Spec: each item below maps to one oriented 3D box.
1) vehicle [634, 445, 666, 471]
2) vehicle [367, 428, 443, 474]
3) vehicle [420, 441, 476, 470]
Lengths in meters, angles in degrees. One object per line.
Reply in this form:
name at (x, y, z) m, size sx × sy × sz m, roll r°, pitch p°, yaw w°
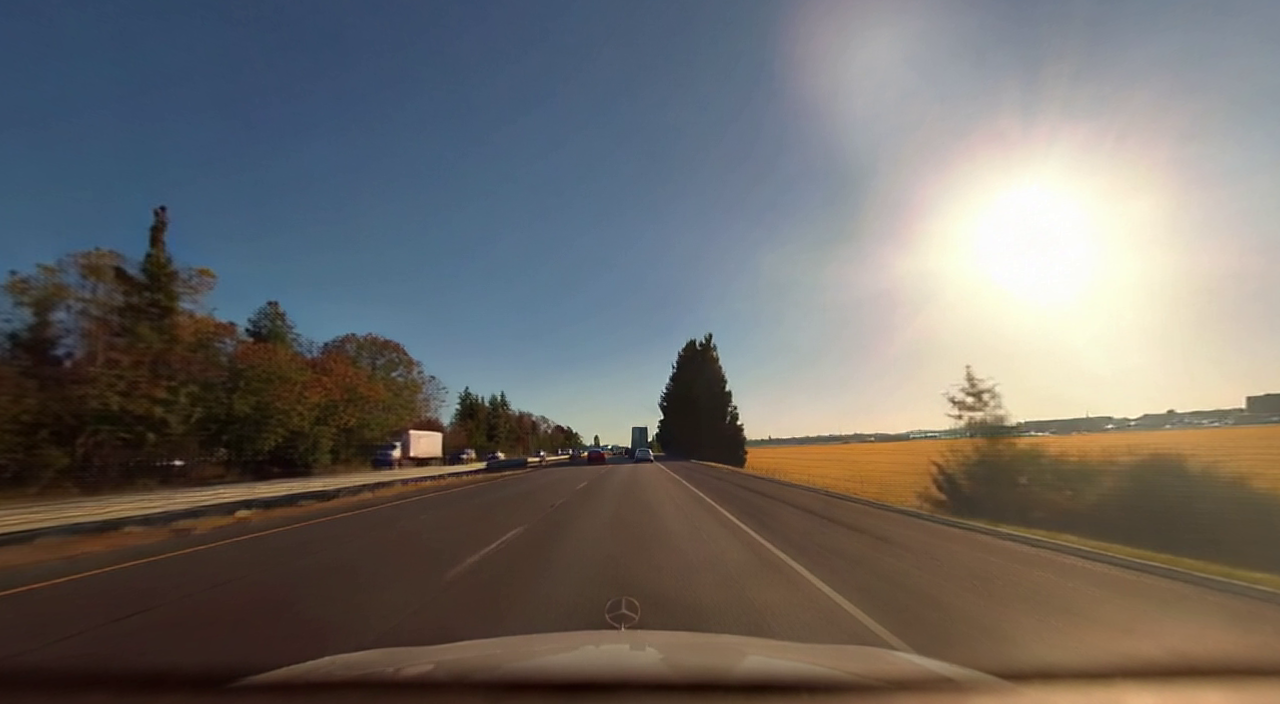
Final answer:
vehicle at (0.619, 7.015, 41.878) m, size 1.992 × 1.593 × 3.937 m, roll 0°, pitch -9°, yaw -2°
vehicle at (-17.617, 7.498, 47.882) m, size 2.802 × 3.131 × 7.695 m, roll 0°, pitch -9°, yaw 0°
vehicle at (-12.977, 7.037, 43.042) m, size 2.352 × 1.802 × 4.648 m, roll 0°, pitch -9°, yaw -1°
